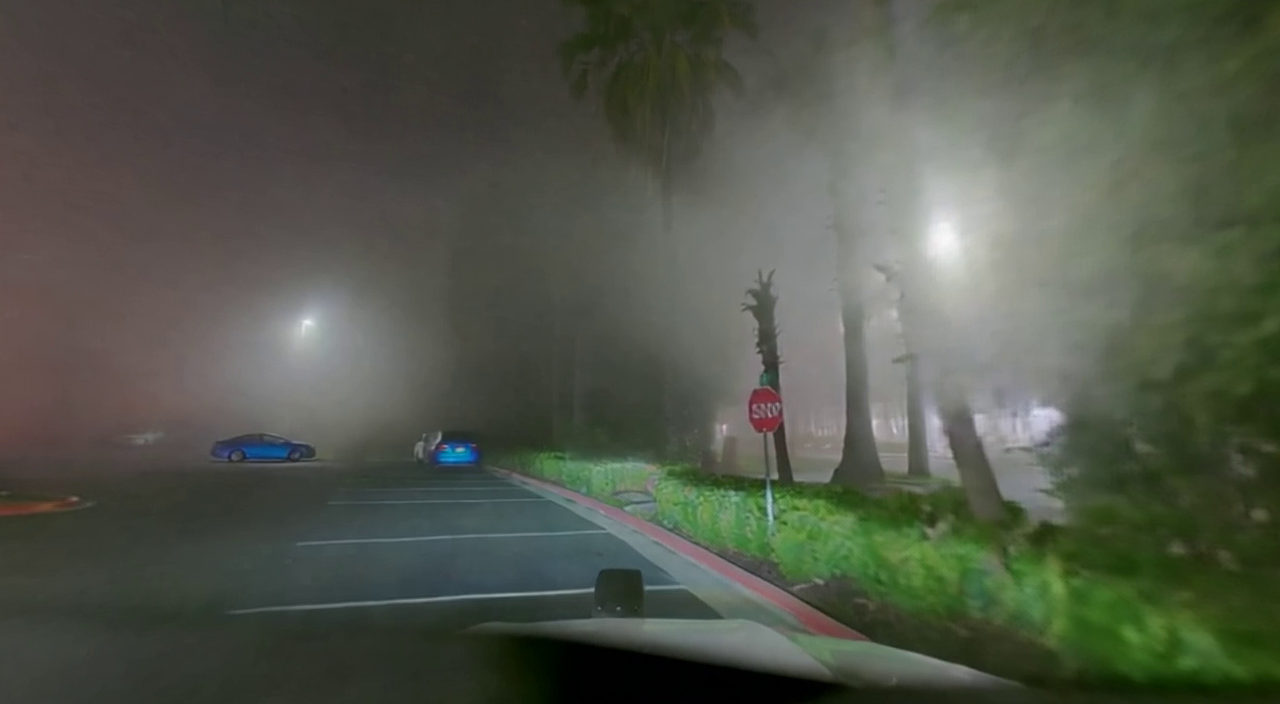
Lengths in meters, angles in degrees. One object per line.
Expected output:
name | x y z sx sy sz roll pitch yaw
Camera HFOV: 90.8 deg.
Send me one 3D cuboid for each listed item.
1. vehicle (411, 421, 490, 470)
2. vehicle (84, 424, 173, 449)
vehicle | -7.415 3.623 24.446 2.071 1.700 4.367 4 -10 -27
vehicle | -34.443 5.734 42.644 4.457 1.552 1.748 7 -11 -39
